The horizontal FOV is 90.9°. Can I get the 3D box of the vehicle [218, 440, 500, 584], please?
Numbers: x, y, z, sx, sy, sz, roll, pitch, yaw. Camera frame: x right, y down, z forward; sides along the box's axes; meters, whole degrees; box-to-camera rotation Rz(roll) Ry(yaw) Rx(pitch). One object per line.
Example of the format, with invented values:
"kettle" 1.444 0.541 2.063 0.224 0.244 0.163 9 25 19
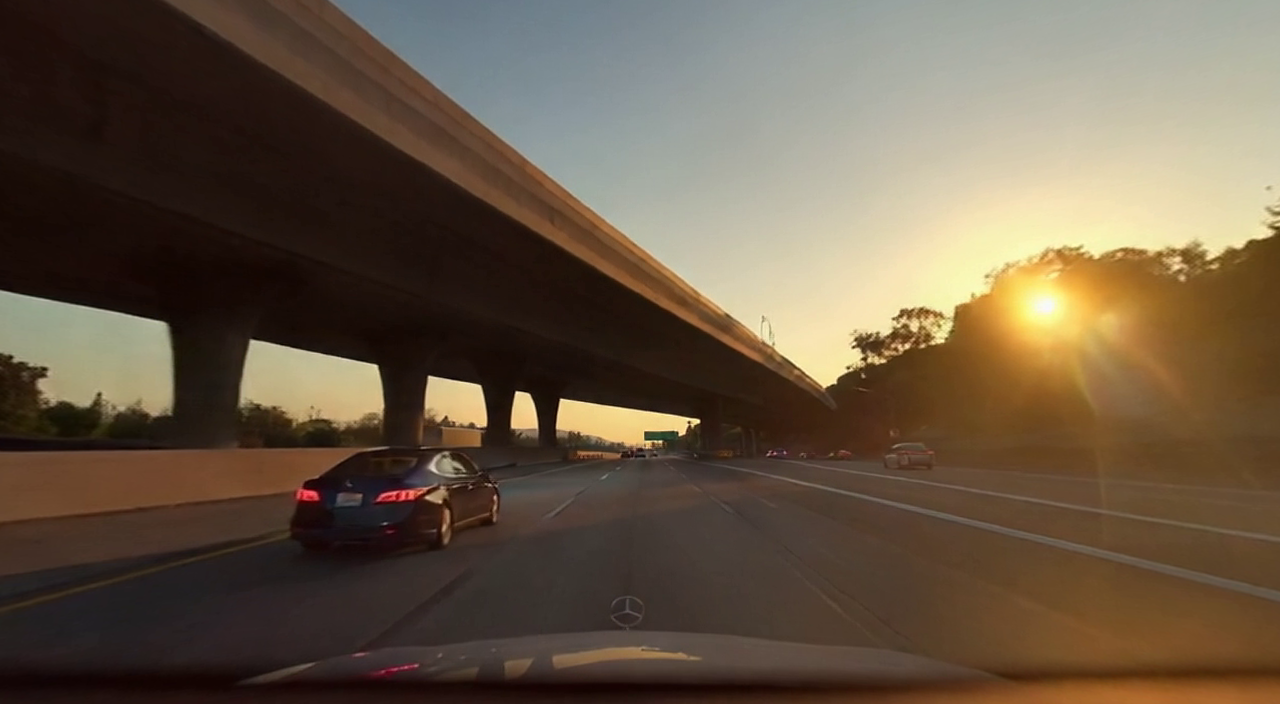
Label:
"vehicle" -3.426 1.995 8.690 1.968 1.504 3.892 -1 -9 2
